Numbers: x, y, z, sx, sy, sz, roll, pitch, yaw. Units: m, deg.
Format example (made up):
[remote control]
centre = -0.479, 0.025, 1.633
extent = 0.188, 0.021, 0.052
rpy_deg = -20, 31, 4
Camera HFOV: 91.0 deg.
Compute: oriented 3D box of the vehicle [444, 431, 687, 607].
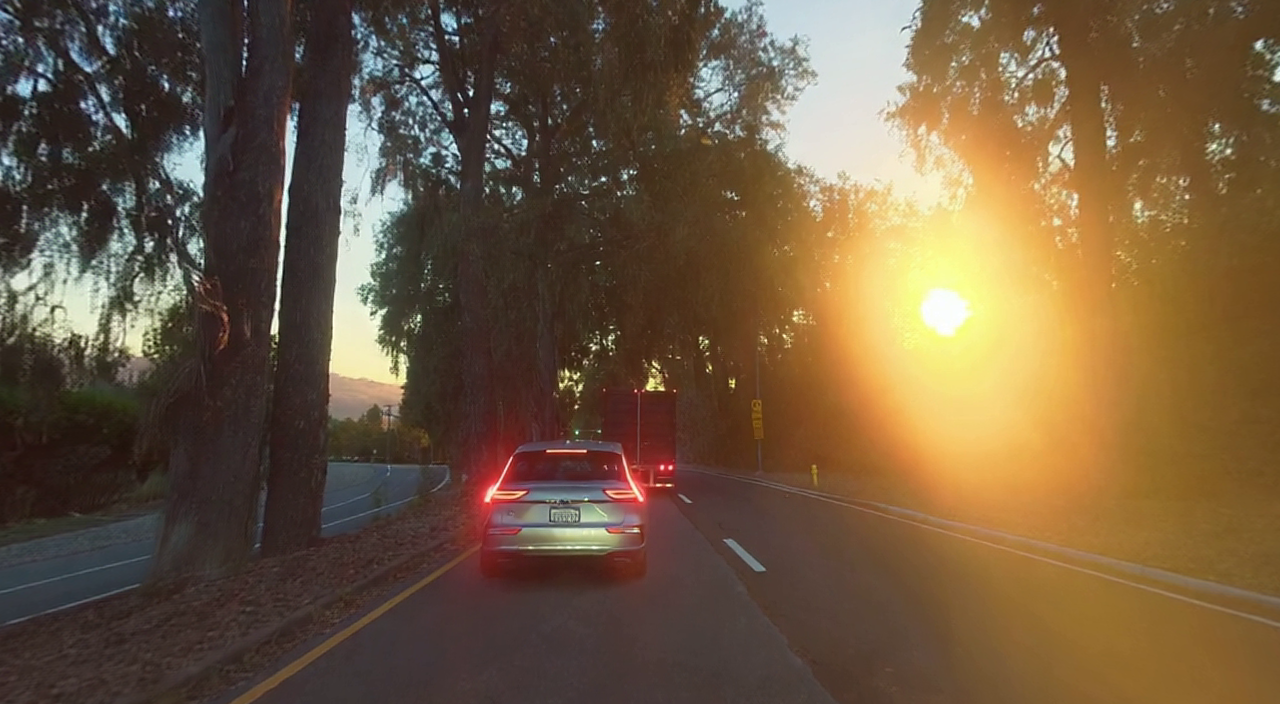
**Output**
[vehicle]
centre = -0.627, 1.746, 7.504
extent = 2.076, 1.490, 4.078
rpy_deg = 0, -9, 0
